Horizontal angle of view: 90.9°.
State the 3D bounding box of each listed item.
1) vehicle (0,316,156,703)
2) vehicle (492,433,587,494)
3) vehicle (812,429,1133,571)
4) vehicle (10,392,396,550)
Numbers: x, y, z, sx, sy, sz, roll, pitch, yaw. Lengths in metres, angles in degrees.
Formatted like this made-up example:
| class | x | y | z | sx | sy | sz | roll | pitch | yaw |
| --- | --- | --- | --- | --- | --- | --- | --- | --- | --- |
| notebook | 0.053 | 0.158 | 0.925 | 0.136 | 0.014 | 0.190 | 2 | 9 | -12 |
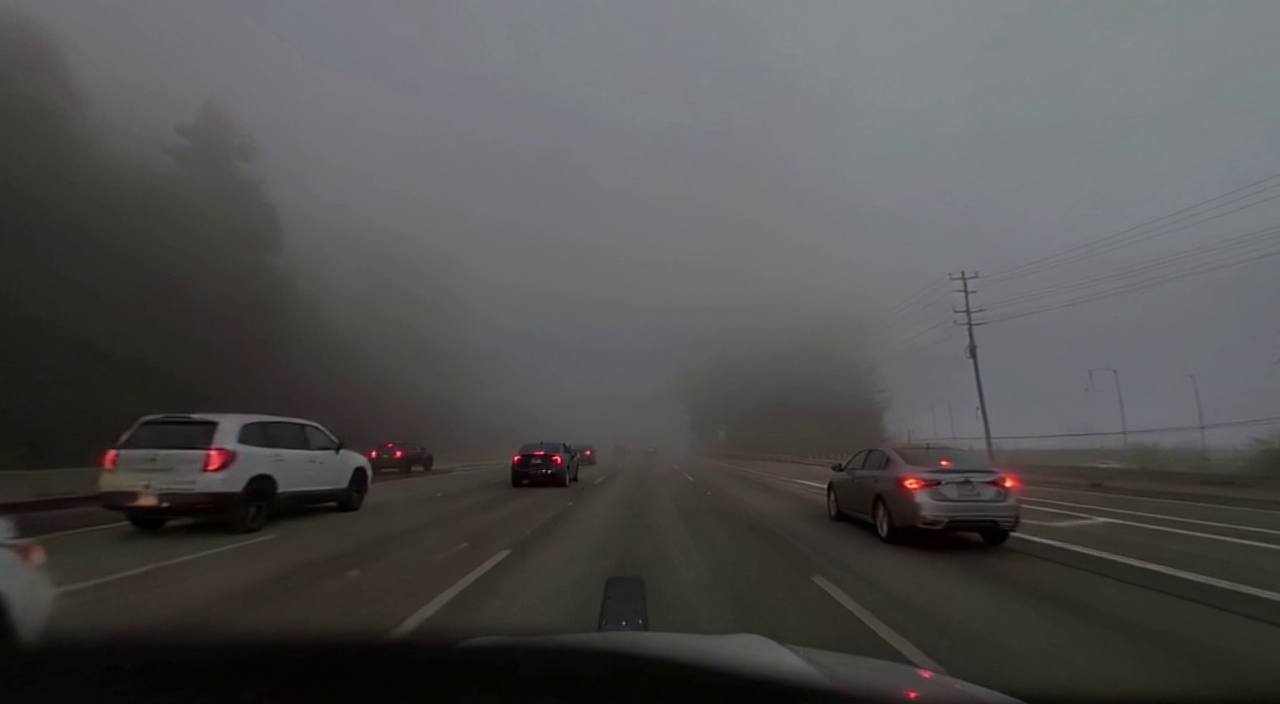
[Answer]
| class | x | y | z | sx | sy | sz | roll | pitch | yaw |
| --- | --- | --- | --- | --- | --- | --- | --- | --- | --- |
| vehicle | -3.402 | 0.531 | 0.643 | 2.133 | 1.775 | 4.530 | 0 | -8 | 1 |
| vehicle | -2.991 | 3.447 | 19.896 | 2.133 | 1.668 | 4.505 | 0 | -8 | 2 |
| vehicle | 4.144 | 1.901 | 9.014 | 2.022 | 1.472 | 4.678 | 0 | -8 | 0 |
| vehicle | -6.827 | 1.973 | 11.146 | 2.658 | 2.048 | 5.689 | 0 | -8 | 1 |
